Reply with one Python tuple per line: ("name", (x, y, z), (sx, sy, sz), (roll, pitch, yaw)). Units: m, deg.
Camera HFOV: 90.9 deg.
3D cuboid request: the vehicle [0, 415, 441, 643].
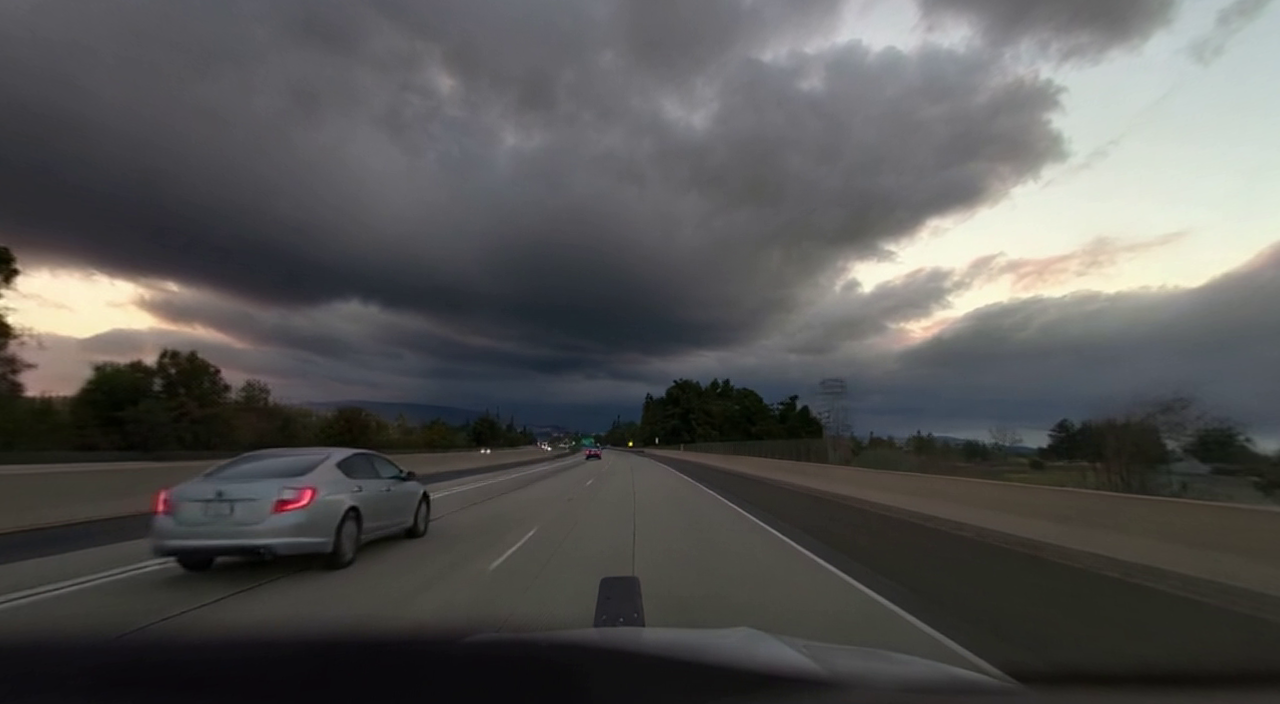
("vehicle", (-3.855, 1.551, 6.602), (2.017, 1.522, 4.569), (0, -9, 1))
